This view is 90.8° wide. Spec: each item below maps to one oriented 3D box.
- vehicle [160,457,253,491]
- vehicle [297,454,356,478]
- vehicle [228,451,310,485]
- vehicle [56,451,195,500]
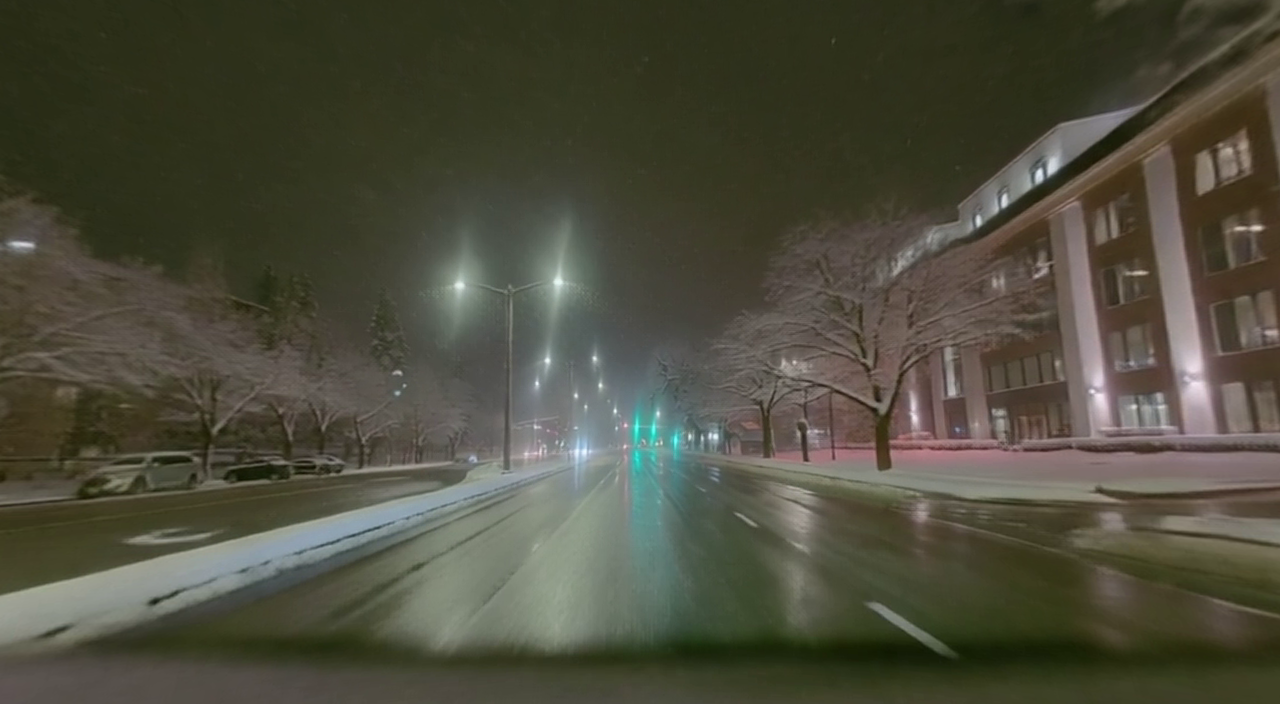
[{"bbox_3d":[-22.013,6.189,32.307,1.897,1.462,4.278,0,-8,-3],"label":"vehicle"},{"bbox_3d":[-21.967,7.977,44.444,1.841,1.505,4.664,0,-8,-1],"label":"vehicle"},{"bbox_3d":[-22.156,6.886,37.954,2.043,1.816,4.776,0,-8,-1],"label":"vehicle"},{"bbox_3d":[-21.895,5.226,27.209,1.922,1.821,4.729,0,-8,0],"label":"vehicle"}]
